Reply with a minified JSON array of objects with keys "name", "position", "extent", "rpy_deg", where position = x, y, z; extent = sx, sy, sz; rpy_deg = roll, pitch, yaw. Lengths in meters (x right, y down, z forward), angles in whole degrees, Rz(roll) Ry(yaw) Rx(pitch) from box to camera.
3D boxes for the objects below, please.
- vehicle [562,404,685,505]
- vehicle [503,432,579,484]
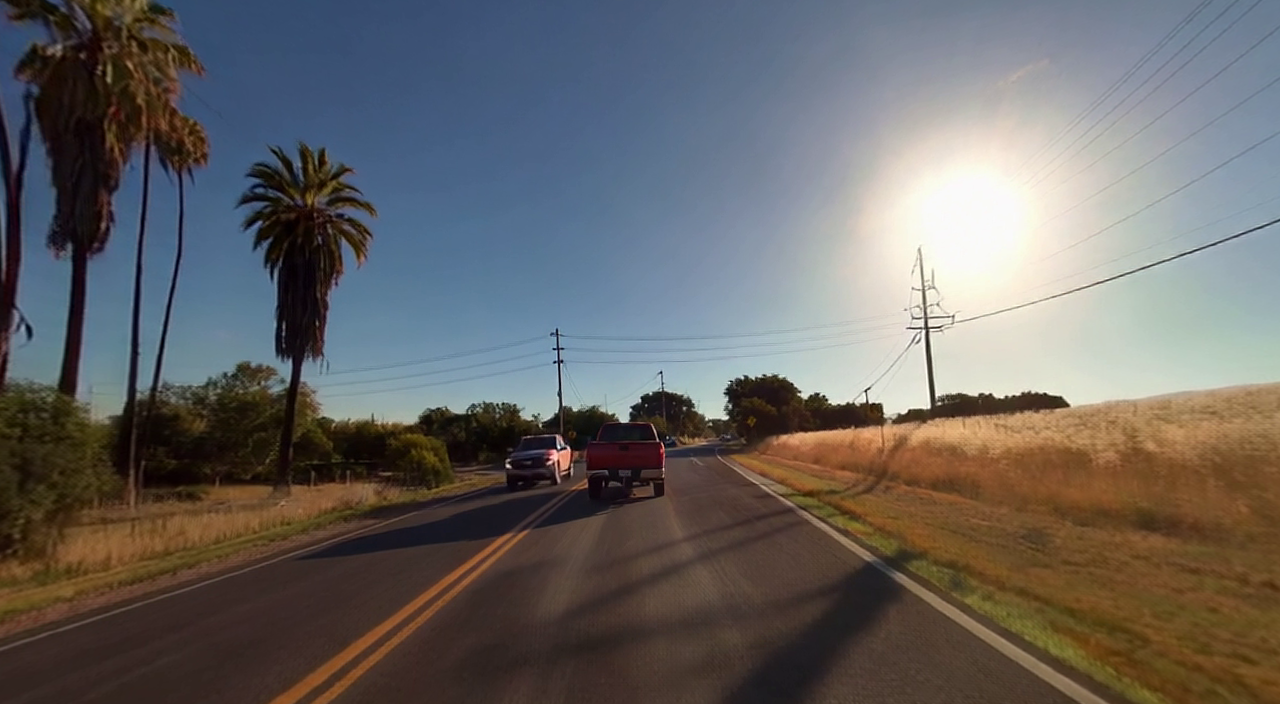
[{"name":"vehicle","position":[-0.403,2.709,16.979],"extent":[2.693,2.223,5.885],"rpy_deg":[0,-9,-1]},{"name":"vehicle","position":[-4.040,4.452,26.715],"extent":[2.276,1.965,5.009],"rpy_deg":[0,-9,1]}]
